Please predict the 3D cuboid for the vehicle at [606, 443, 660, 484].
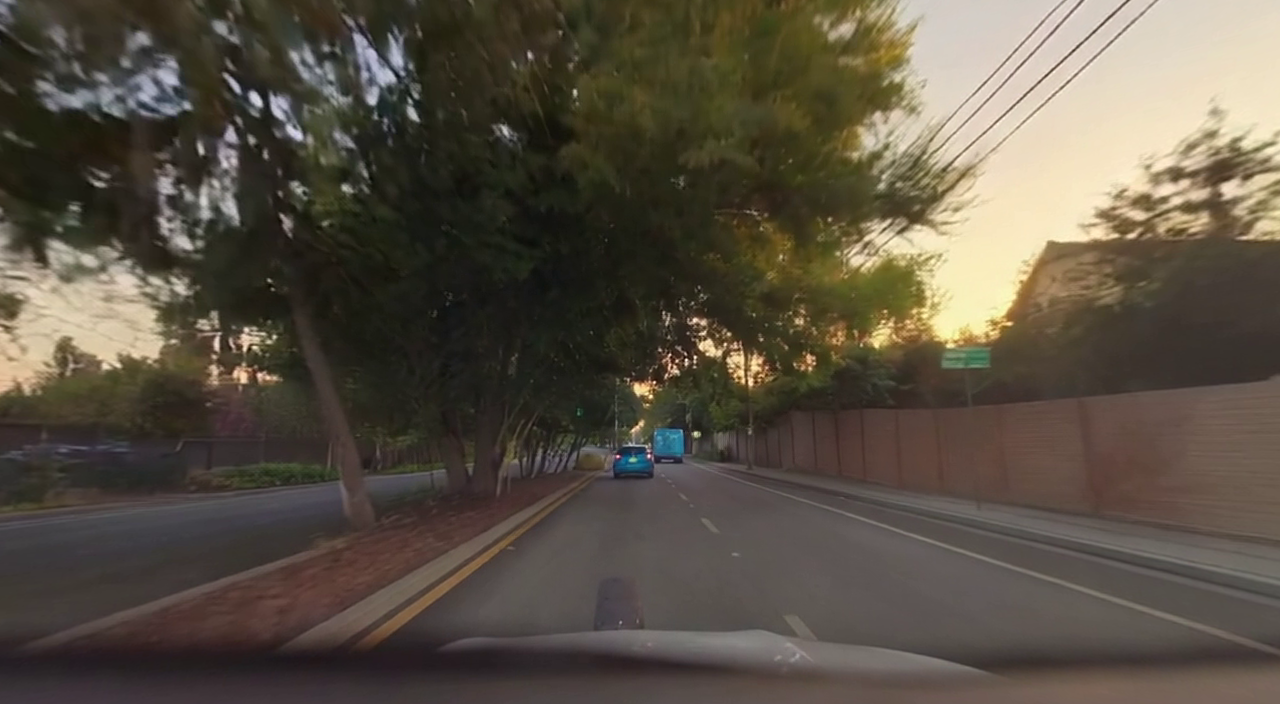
[{"bbox_3d":[-0.278,4.449,25.598,2.018,1.511,3.993,0,-8,0],"label":"vehicle"}]
